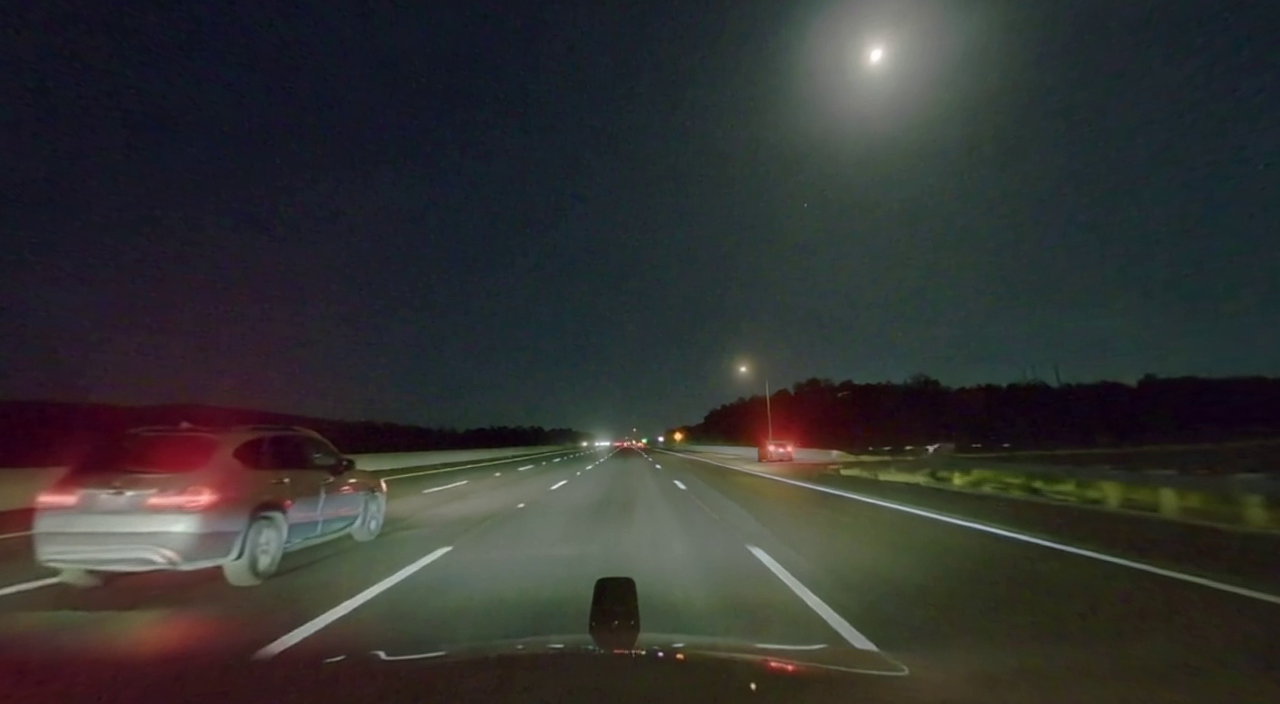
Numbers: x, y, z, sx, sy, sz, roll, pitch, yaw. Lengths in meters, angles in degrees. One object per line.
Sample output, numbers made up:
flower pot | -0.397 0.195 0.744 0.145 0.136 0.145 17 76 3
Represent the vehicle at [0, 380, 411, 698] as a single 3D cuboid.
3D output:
vehicle | -4.177 1.341 5.910 2.200 1.662 5.091 0 -8 -1
